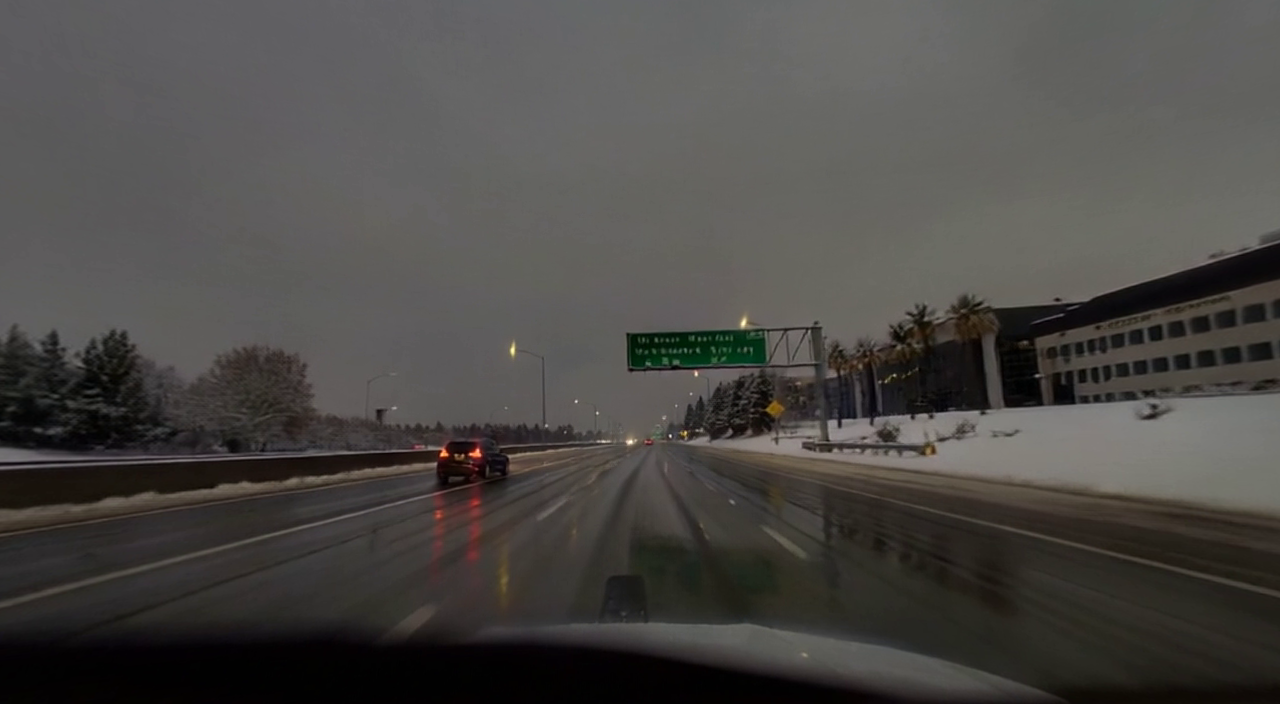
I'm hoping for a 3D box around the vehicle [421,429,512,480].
[{"bbox_3d":[-6.707,4.027,25.021,2.145,1.793,4.762,0,-8,1],"label":"vehicle"}]
